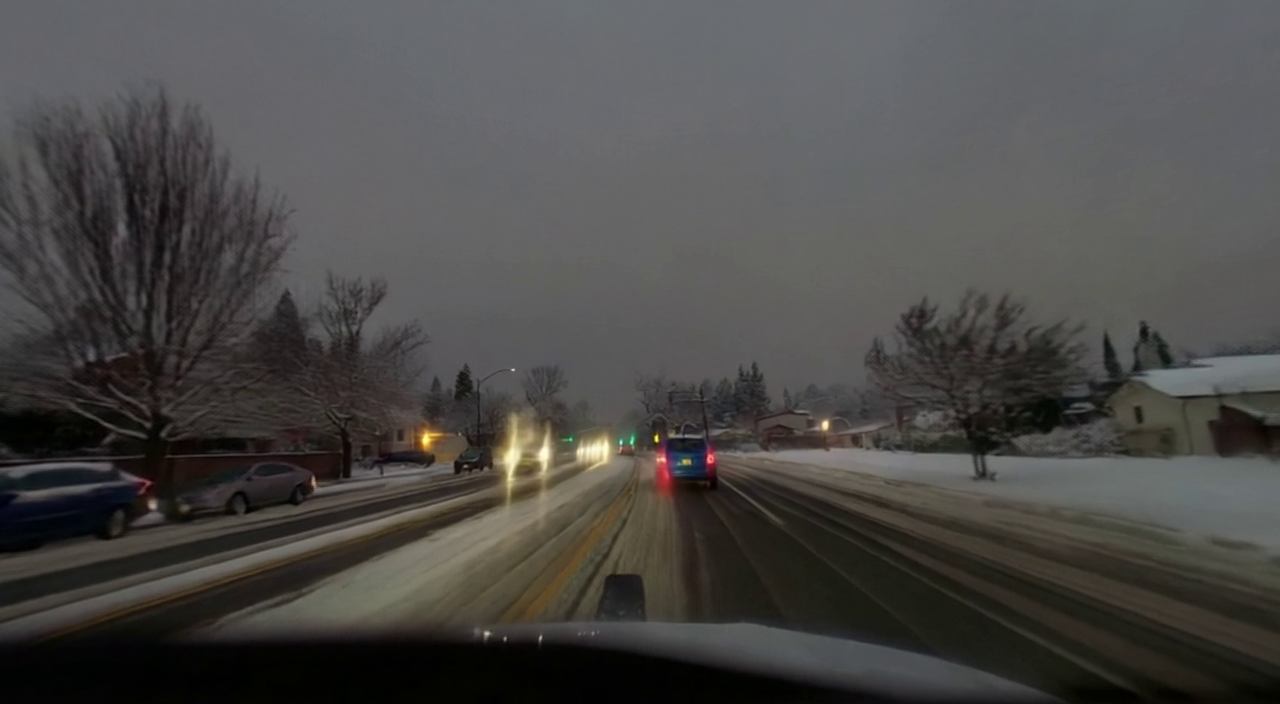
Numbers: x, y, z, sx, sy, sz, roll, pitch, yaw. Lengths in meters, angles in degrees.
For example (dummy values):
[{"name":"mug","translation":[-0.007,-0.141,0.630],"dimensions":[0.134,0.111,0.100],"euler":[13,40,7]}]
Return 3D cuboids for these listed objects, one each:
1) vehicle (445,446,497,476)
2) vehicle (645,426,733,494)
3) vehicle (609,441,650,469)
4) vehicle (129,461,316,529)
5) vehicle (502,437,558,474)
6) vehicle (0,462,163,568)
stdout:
[{"name":"vehicle","translation":[-10.900,7.017,41.120],"dimensions":[2.188,1.813,4.478],"euler":[0,-8,-1]},{"name":"vehicle","translation":[1.303,3.172,18.912],"dimensions":[2.200,1.763,4.676],"euler":[0,-8,-1]},{"name":"vehicle","translation":[-0.655,5.770,35.619],"dimensions":[2.196,1.449,4.006],"euler":[0,-8,-3]},{"name":"vehicle","translation":[-11.024,3.761,17.187],"dimensions":[1.831,1.464,4.520],"euler":[-1,-8,3]},{"name":"vehicle","translation":[-5.986,5.682,34.942],"dimensions":[2.146,1.912,4.878],"euler":[0,-8,1]},{"name":"vehicle","translation":[-11.524,2.903,11.181],"dimensions":[2.150,1.644,5.120],"euler":[-5,-9,1]}]
